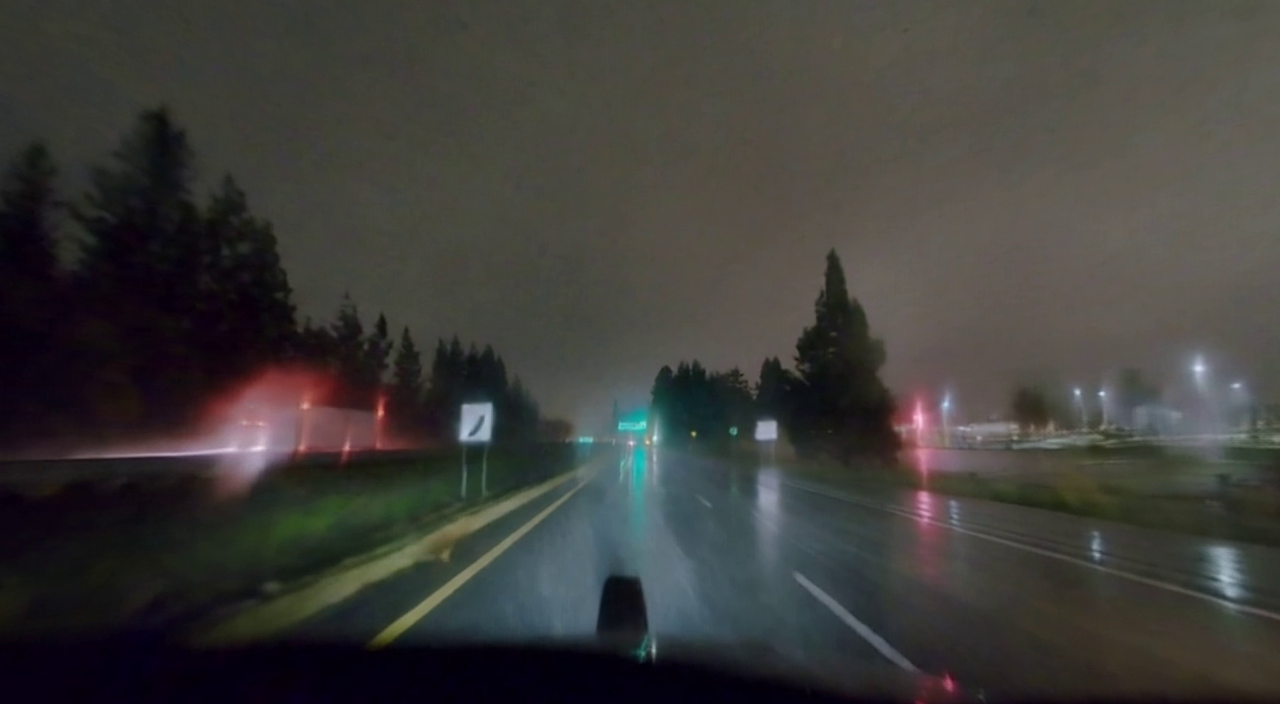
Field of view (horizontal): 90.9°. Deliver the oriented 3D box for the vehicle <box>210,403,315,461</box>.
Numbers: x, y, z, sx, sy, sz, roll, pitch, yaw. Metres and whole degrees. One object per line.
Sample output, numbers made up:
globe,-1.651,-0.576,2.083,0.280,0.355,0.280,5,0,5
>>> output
vehicle,-28.620,6.191,48.414,3.009,4.008,8.149,0,-8,-1
